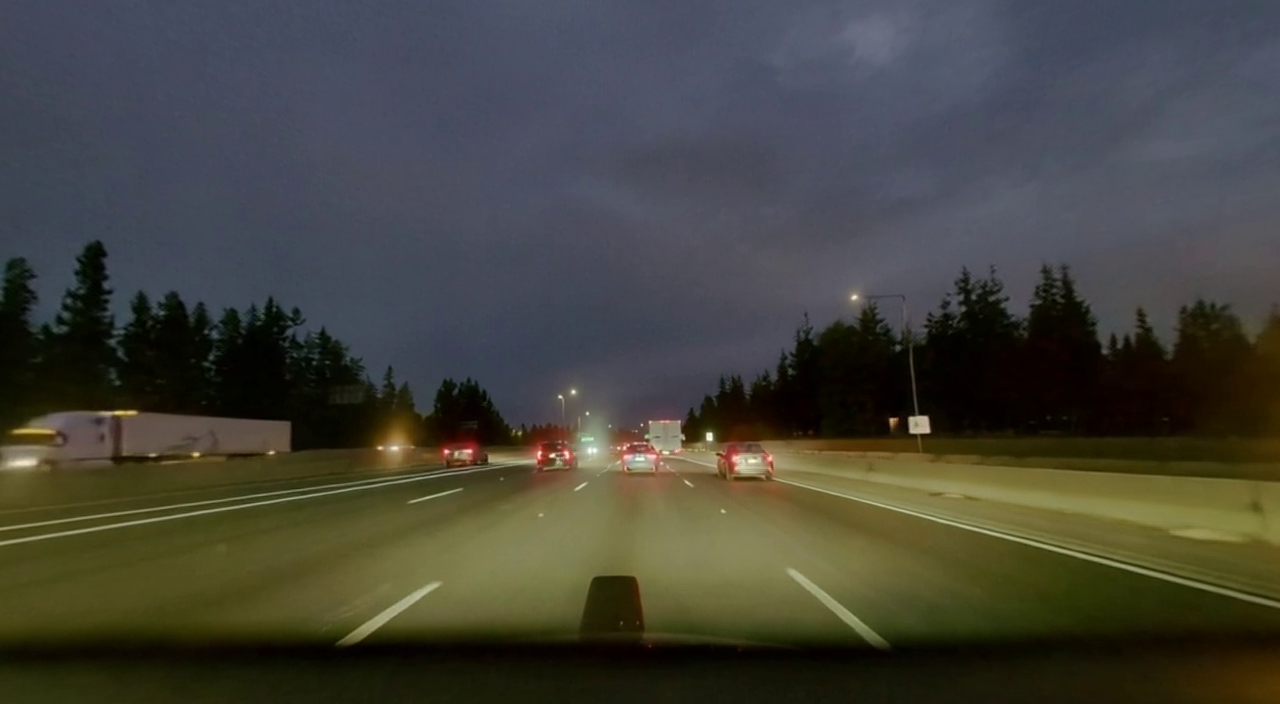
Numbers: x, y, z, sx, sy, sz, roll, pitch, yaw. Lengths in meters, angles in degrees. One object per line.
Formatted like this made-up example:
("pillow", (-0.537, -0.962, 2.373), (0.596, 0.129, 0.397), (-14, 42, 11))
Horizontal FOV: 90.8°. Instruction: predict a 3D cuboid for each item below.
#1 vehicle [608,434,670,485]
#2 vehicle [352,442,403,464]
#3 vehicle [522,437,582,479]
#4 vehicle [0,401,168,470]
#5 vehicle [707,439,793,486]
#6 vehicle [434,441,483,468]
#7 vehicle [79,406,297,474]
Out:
("vehicle", (-0.032, 3.987, 23.722), (2.103, 1.717, 4.399), (0, -8, 0))
("vehicle", (-19.148, 7.369, 46.212), (2.084, 1.519, 3.662), (0, -8, 2))
("vehicle", (-3.831, 4.712, 28.356), (1.988, 1.696, 4.754), (0, -8, 1))
("vehicle", (-30.693, 4.667, 34.768), (3.043, 3.332, 7.964), (0, -8, 1))
("vehicle", (3.793, 3.925, 22.768), (2.146, 1.482, 4.665), (0, -8, -1))
("vehicle", (-12.615, 7.118, 44.183), (1.946, 1.773, 4.446), (0, -9, 1))
("vehicle", (-30.656, 6.336, 44.873), (3.101, 3.887, 16.562), (0, -9, 1))
